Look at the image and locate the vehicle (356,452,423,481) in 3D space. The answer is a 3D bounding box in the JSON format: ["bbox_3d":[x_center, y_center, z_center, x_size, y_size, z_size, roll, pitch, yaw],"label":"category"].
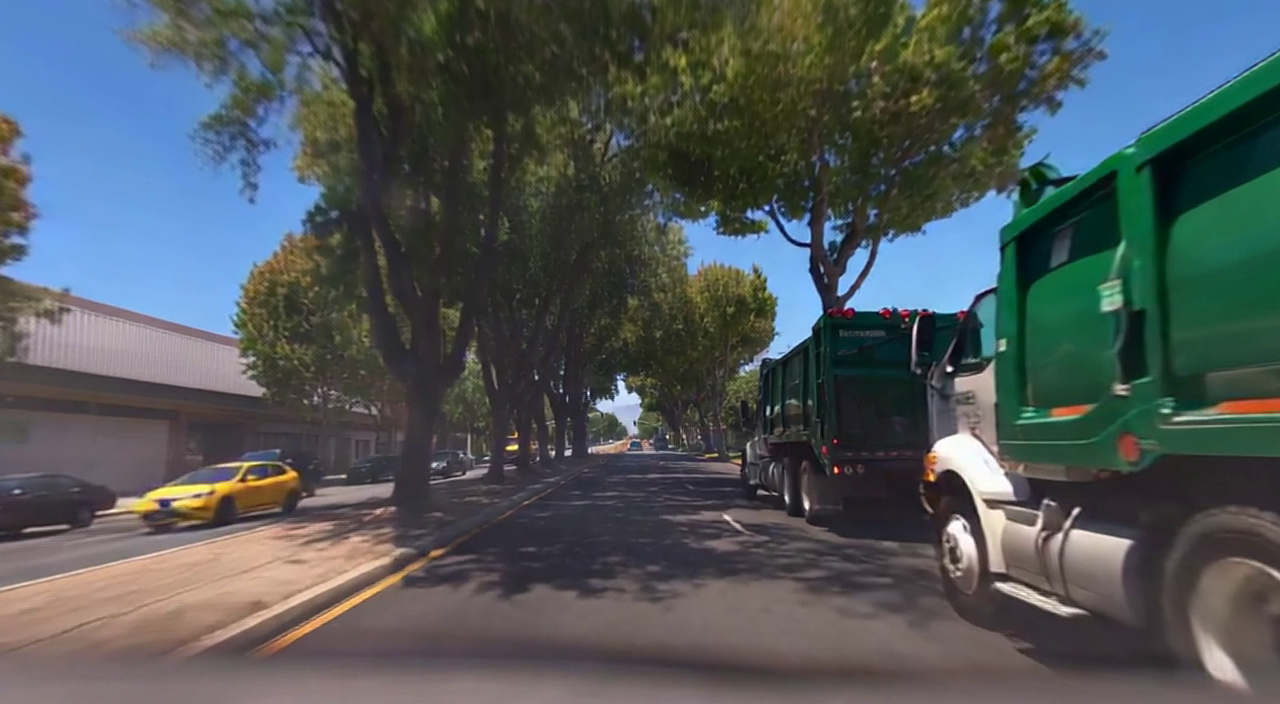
[{"bbox_3d":[-14.116,6.471,35.900,1.928,1.480,4.686,0,-8,-1],"label":"vehicle"}]

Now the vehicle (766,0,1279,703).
[{"bbox_3d":[3.740,0.441,6.079,2.731,3.407,10.262,0,-9,-1],"label":"vehicle"}]

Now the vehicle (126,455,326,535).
[{"bbox_3d":[-9.568,3.279,15.148,1.953,1.539,4.326,0,-9,-2],"label":"vehicle"}]

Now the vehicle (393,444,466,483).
[{"bbox_3d":[-10.210,5.422,31.077,2.089,1.754,4.573,0,-9,-1],"label":"vehicle"}]

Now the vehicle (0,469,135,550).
[{"bbox_3d":[-13.212,3.226,13.077,1.803,1.427,4.604,0,-9,-2],"label":"vehicle"}]
